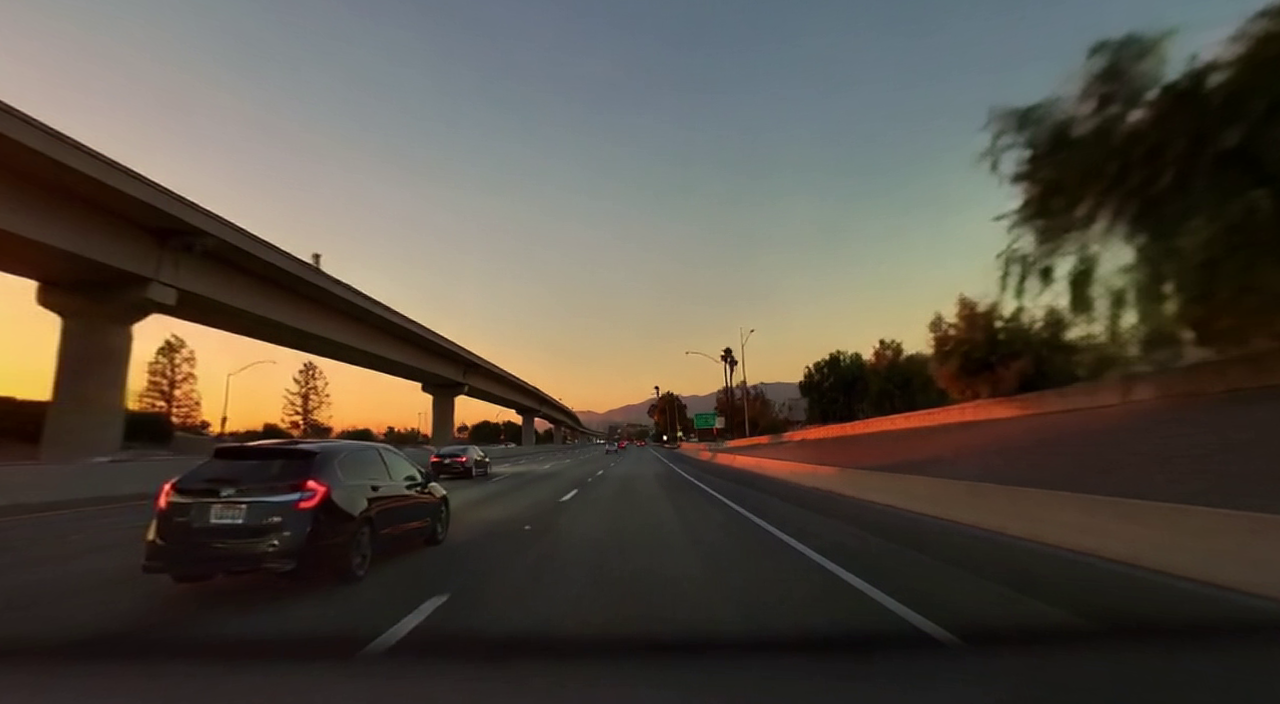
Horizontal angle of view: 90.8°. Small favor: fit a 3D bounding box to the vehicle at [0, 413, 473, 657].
[{"bbox_3d":[-3.302,1.490,6.336,1.978,1.499,4.695,0,-9,0],"label":"vehicle"}]
